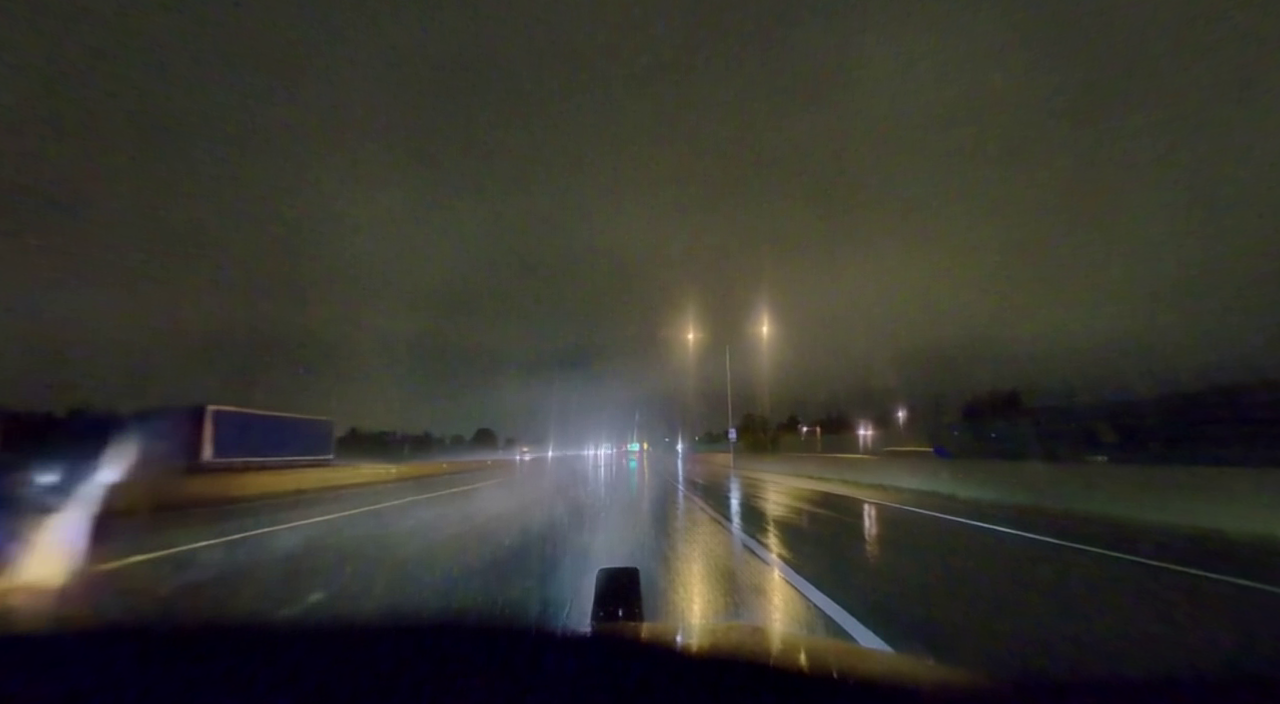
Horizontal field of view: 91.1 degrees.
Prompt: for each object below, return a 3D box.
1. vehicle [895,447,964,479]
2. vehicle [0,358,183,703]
[{"bbox_3d":[15.468,5.920,33.762,1.834,1.555,3.751,0,-9,-1],"label":"vehicle"},{"bbox_3d":[-3.720,0.696,1.318,2.152,1.717,4.423,0,-9,0],"label":"vehicle"}]
